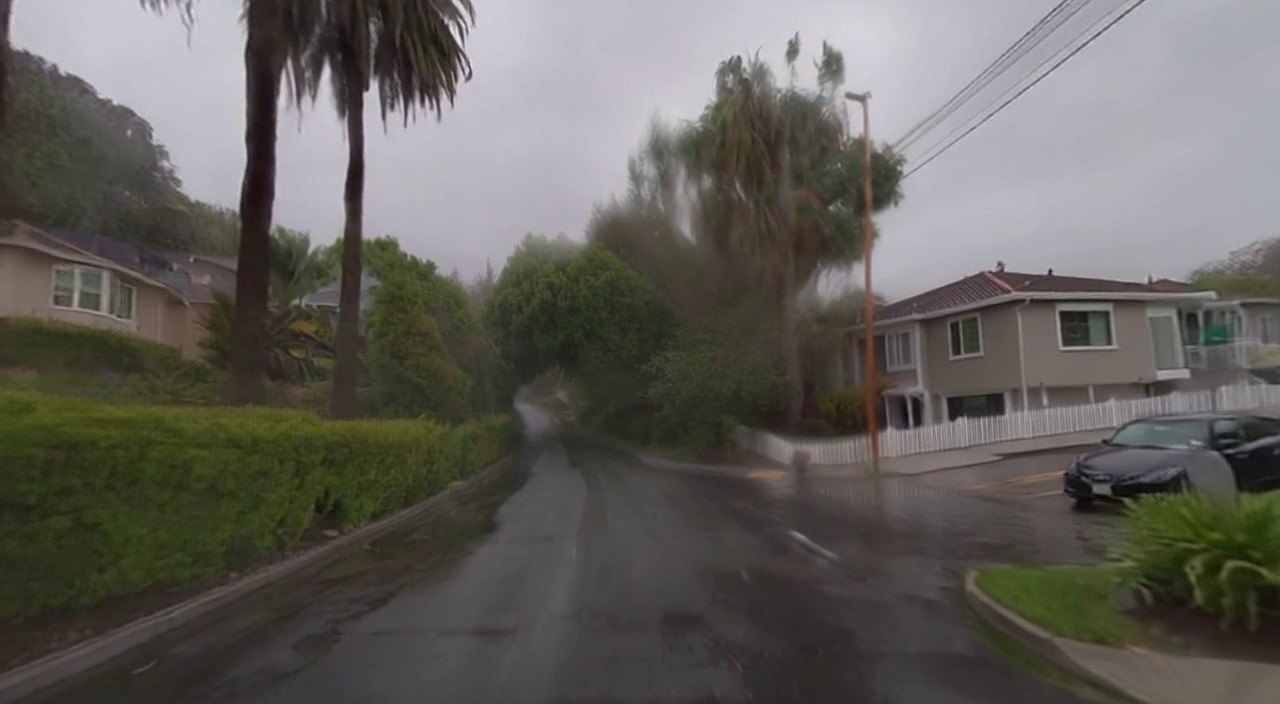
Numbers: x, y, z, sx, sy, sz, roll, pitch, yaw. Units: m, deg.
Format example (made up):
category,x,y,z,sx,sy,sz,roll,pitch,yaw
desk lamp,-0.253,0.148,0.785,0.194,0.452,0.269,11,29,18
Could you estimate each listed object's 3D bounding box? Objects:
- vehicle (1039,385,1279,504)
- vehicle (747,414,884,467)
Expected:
category,x,y,z,sx,sy,sz,roll,pitch,yaw
vehicle,10.522,1.835,12.089,4.443,1.948,2.230,3,-12,-16
vehicle,7.630,3.893,27.314,5.663,1.913,2.170,7,-10,-25
